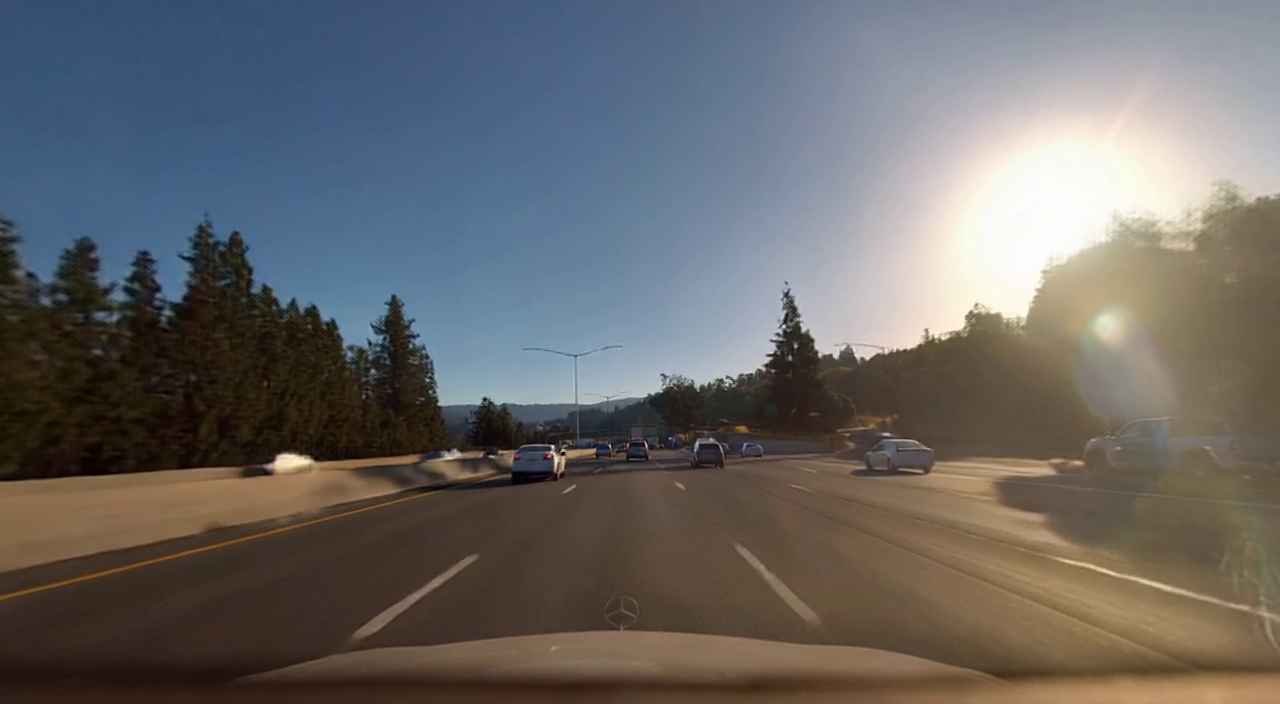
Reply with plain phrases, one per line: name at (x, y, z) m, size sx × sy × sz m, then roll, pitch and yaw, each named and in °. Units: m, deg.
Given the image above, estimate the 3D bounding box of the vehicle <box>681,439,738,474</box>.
vehicle at (3.121, 4.768, 29.136) m, size 2.007 × 1.469 × 4.337 m, roll 0°, pitch -8°, yaw -1°

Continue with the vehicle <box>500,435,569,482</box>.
vehicle at (-4.020, 4.120, 24.740) m, size 1.992 × 1.651 × 4.185 m, roll 0°, pitch -8°, yaw 0°

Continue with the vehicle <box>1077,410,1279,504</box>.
vehicle at (12.956, 2.376, 14.665) m, size 2.076 × 1.799 × 4.871 m, roll 0°, pitch -8°, yaw -1°

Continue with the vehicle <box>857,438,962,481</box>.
vehicle at (9.496, 3.815, 22.662) m, size 1.910 × 1.384 × 3.867 m, roll 1°, pitch -8°, yaw -3°

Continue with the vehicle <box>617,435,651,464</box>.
vehicle at (-0.386, 6.615, 42.905) m, size 2.192 × 1.813 × 4.864 m, roll 0°, pitch -8°, yaw 0°
